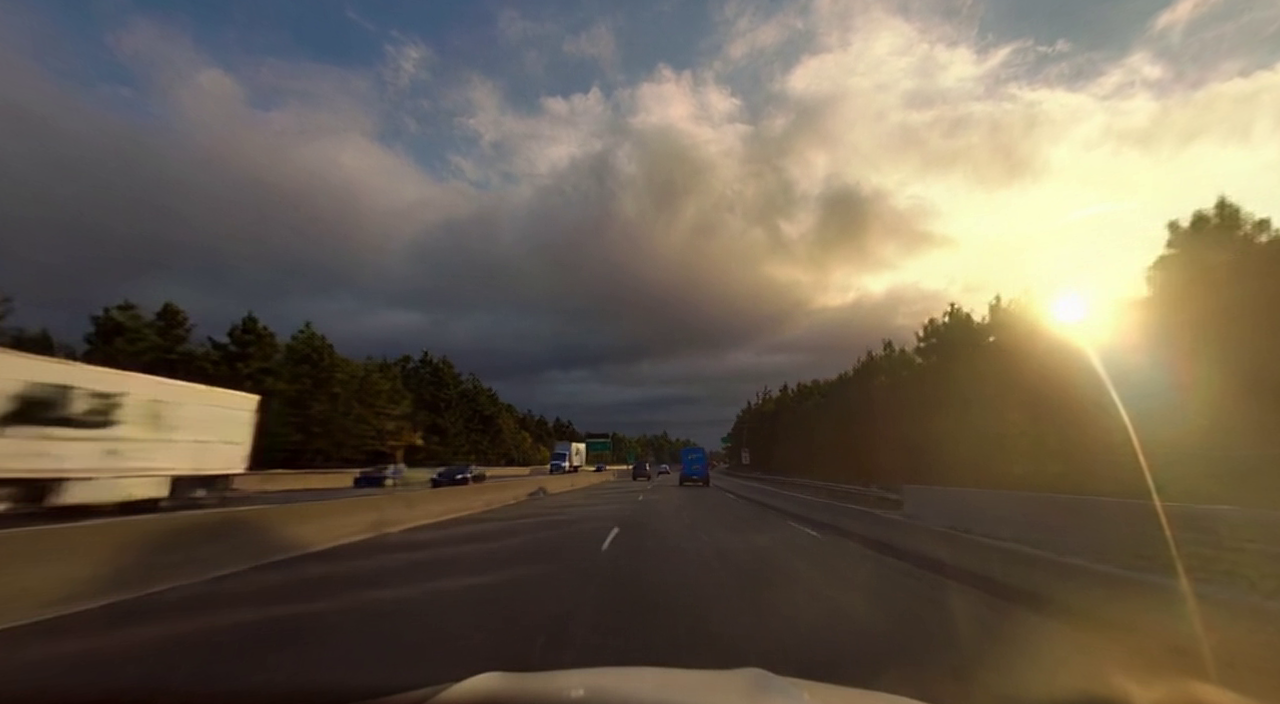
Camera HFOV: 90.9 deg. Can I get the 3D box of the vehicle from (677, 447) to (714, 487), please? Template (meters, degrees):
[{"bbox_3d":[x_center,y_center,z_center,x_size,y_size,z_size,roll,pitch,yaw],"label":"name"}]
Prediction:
[{"bbox_3d":[3.829,8.128,44.562,2.366,2.595,5.793,0,-11,3],"label":"vehicle"}]

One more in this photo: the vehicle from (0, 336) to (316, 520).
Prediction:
[{"bbox_3d":[-14.922,2.634,19.348,2.961,3.965,11.561,1,-10,4],"label":"vehicle"}]

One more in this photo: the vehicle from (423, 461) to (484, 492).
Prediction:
[{"bbox_3d":[-10.172,6.826,34.632,1.907,1.528,4.108,0,-11,2],"label":"vehicle"}]
